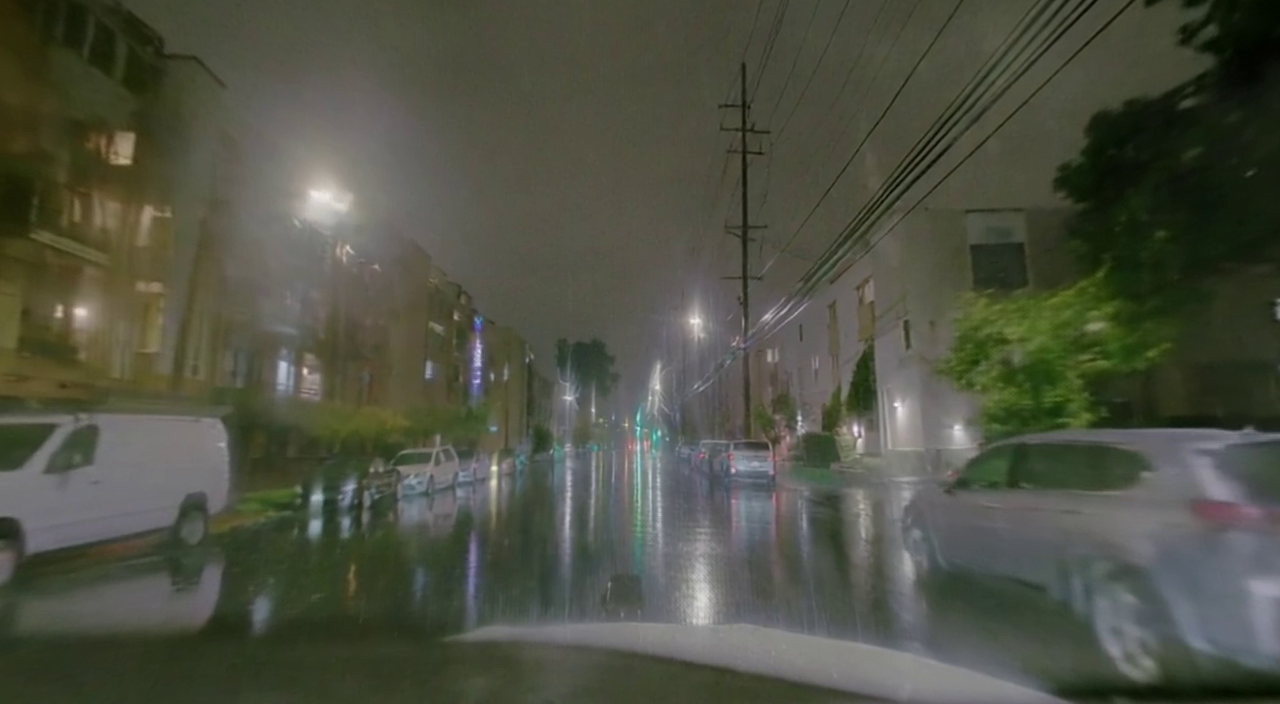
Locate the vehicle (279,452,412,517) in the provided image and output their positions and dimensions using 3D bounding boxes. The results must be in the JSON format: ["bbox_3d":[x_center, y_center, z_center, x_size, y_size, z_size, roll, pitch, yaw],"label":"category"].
[{"bbox_3d":[-7.708,3.469,17.037,1.873,1.437,4.068,-1,-8,-4],"label":"vehicle"}]

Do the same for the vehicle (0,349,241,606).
[{"bbox_3d":[-7.136,1.437,7.524,1.889,2.463,4.142,-1,-9,1],"label":"vehicle"}]

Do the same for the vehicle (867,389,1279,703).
[{"bbox_3d":[3.631,1.256,4.657,2.132,1.564,4.625,0,-9,-1],"label":"vehicle"}]

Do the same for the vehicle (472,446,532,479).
[{"bbox_3d":[-7.473,6.025,34.753,2.145,1.488,4.646,-3,-8,1],"label":"vehicle"}]

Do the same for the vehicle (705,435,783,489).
[{"bbox_3d":[3.591,3.902,22.774,2.095,1.694,4.592,-1,-8,1],"label":"vehicle"}]

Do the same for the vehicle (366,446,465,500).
[{"bbox_3d":[-7.772,4.254,22.428,1.917,1.618,4.825,-1,-10,-2],"label":"vehicle"}]
